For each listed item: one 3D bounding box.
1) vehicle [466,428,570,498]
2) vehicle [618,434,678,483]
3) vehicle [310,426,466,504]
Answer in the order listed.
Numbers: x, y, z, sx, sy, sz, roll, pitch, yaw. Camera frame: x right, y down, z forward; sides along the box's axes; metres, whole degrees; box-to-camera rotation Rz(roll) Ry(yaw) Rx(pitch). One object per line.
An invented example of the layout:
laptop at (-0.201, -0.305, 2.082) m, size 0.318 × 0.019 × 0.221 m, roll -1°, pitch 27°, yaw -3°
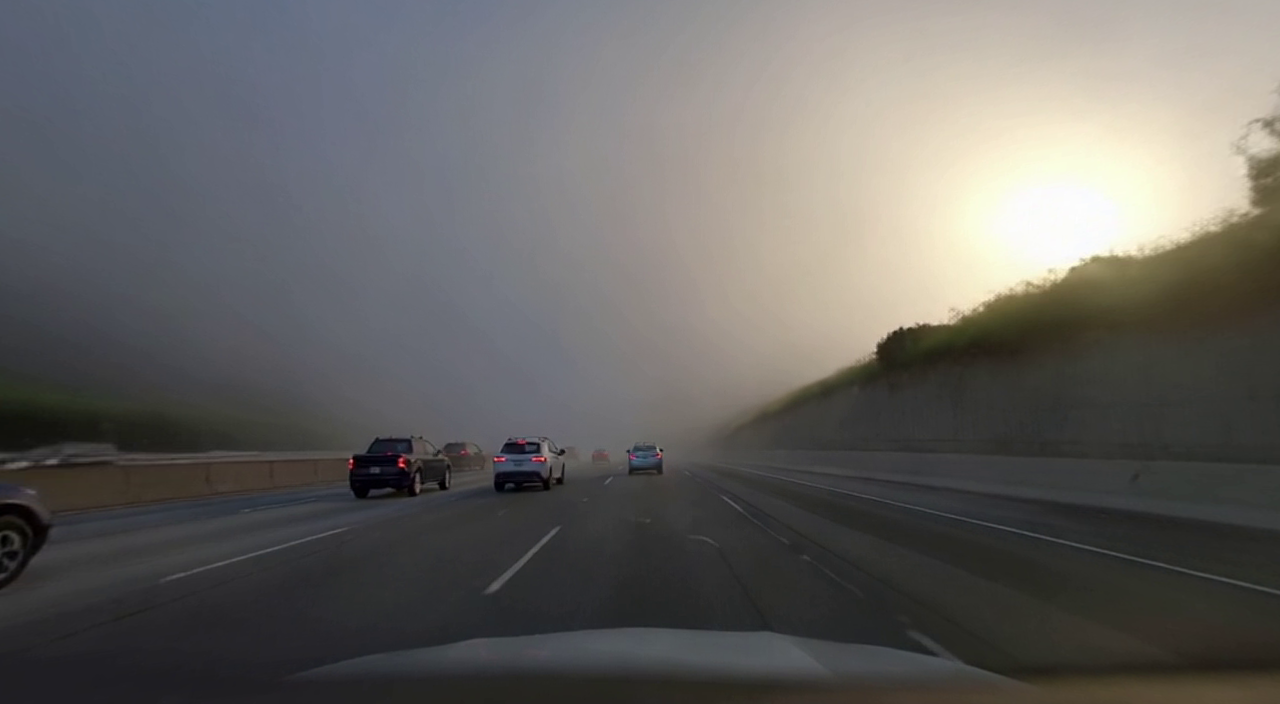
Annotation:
vehicle at (-3.423, 3.236, 18.742) m, size 2.093 × 1.820 × 4.506 m, roll 0°, pitch -9°, yaw 1°
vehicle at (0.286, 4.312, 25.824) m, size 2.233 × 1.804 × 4.273 m, roll 0°, pitch -9°, yaw 0°
vehicle at (-6.808, 3.111, 17.839) m, size 2.108 × 1.856 × 5.214 m, roll 0°, pitch -9°, yaw 2°
